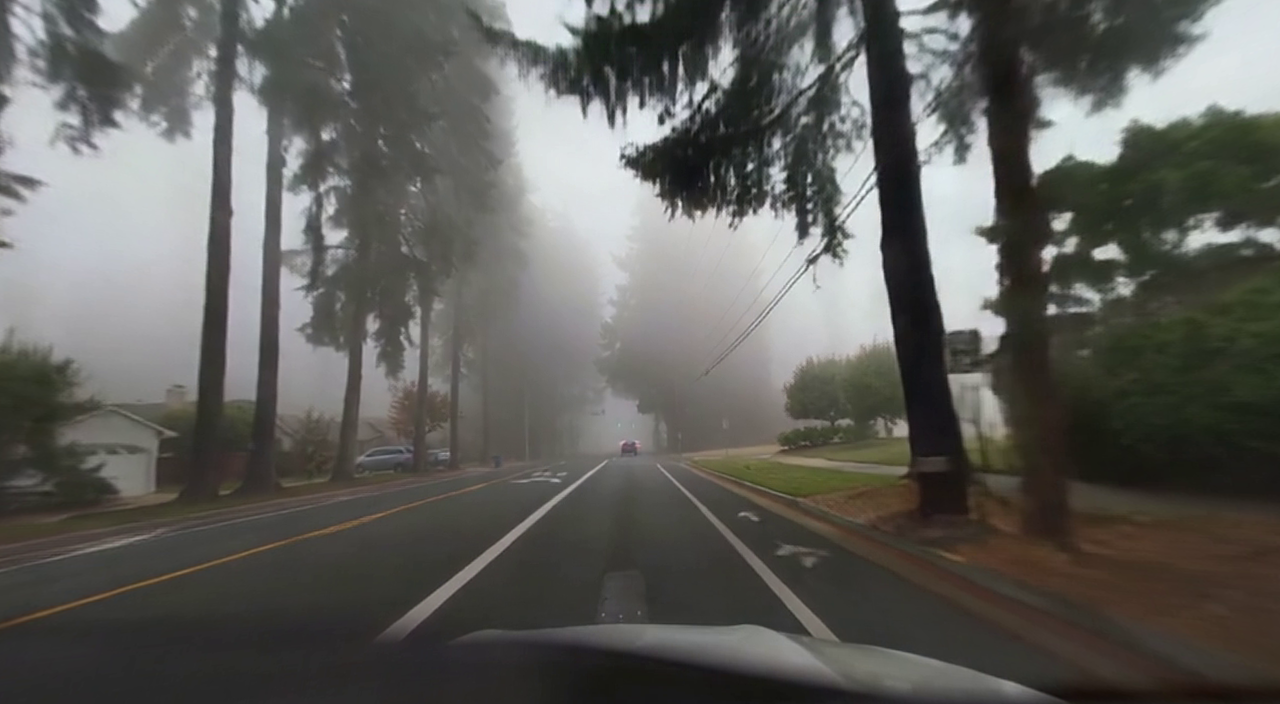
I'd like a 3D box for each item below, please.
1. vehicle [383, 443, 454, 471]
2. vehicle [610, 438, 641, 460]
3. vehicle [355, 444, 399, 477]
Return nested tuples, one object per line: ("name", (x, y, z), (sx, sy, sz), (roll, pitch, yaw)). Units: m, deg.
("vehicle", (-16.395, 7.784, 46.886), (2.043, 1.803, 4.631), (-11, -13, 36))
("vehicle", (-1.074, 6.972, 45.629), (2.104, 1.500, 3.815), (0, -8, -2))
("vehicle", (-17.024, 6.957, 41.082), (2.378, 1.922, 5.801), (2, -8, -21))
